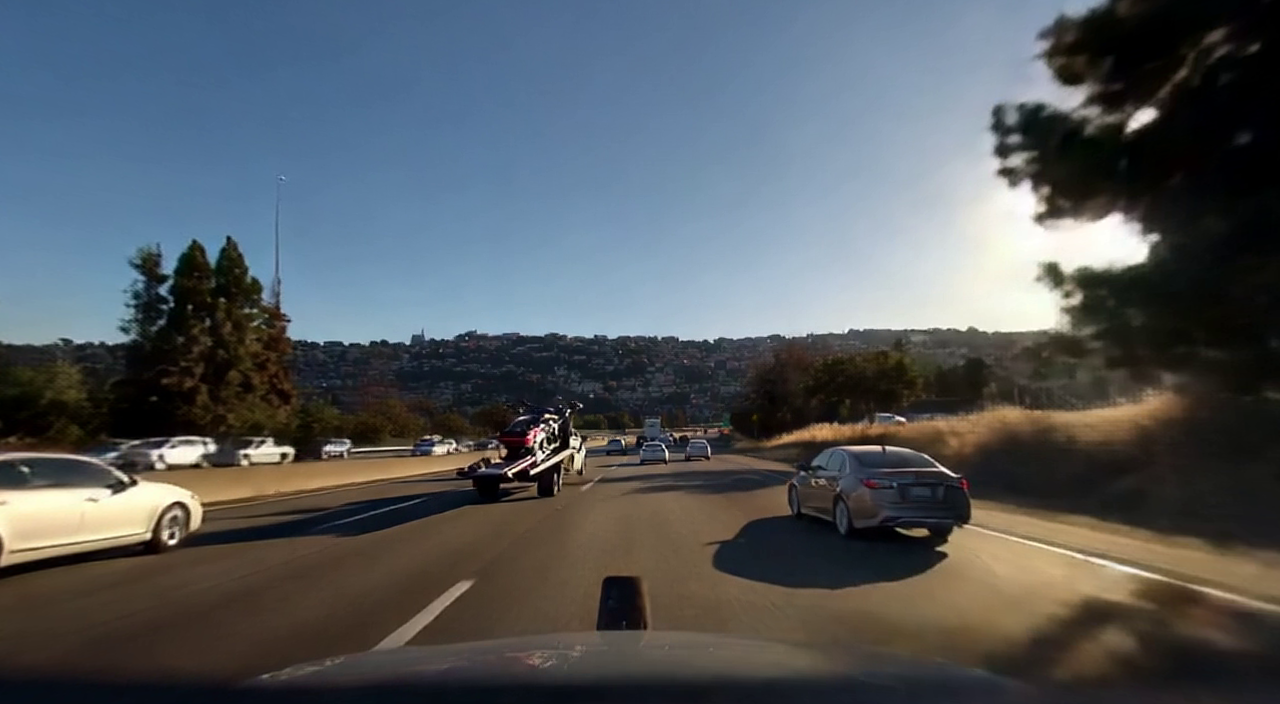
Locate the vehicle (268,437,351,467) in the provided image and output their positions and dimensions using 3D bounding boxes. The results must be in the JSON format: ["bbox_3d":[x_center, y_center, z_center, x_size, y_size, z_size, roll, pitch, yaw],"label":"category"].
[{"bbox_3d":[-19.310,5.844,37.107,2.219,1.653,4.501,0,-8,3],"label":"vehicle"}]

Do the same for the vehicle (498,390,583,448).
[{"bbox_3d":[-3.089,2.285,20.618,1.893,1.674,4.766,0,-8,1],"label":"vehicle"}]

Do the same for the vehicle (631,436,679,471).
[{"bbox_3d":[0.683,4.638,29.070,2.079,1.499,3.915,0,-8,1],"label":"vehicle"}]

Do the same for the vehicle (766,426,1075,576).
[{"bbox_3d":[3.262,1.806,8.516,2.040,1.481,4.260,0,-8,-3],"label":"vehicle"}]

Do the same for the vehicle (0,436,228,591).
[{"bbox_3d":[-6.763,1.539,6.239,1.964,1.395,4.948,0,-8,1],"label":"vehicle"}]

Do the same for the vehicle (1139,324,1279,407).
[{"bbox_3d":[15.124,0.414,15.479,1.979,1.616,4.268,1,-8,-5],"label":"vehicle"}]

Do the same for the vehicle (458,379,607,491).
[{"bbox_3d":[-3.108,2.930,21.803,3.162,2.955,10.282,0,-8,1],"label":"vehicle"}]

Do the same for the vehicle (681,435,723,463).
[{"bbox_3d":[3.775,6.025,39.306,2.075,1.614,4.682,0,-8,-1],"label":"vehicle"}]
